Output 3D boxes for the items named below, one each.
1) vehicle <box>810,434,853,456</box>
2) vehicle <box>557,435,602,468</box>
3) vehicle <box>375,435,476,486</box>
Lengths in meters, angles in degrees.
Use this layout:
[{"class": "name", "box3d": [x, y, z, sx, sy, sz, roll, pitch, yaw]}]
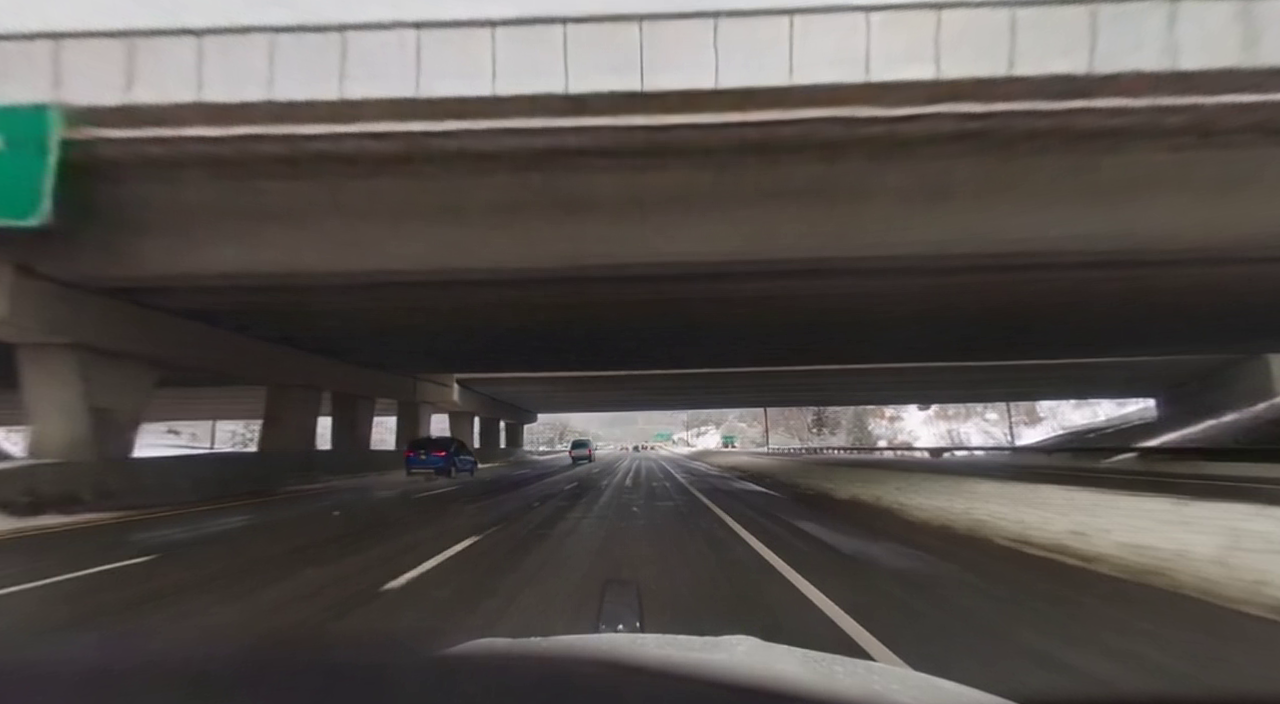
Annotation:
[{"class": "vehicle", "box3d": [14.344, 6.993, 47.393, 1.896, 1.518, 4.417, 0, -8, 1]}, {"class": "vehicle", "box3d": [-3.592, 5.998, 38.100, 2.144, 1.847, 4.850, 0, -8, 1]}, {"class": "vehicle", "box3d": [-7.869, 4.003, 23.607, 2.092, 1.712, 4.627, 0, -8, 1]}]
